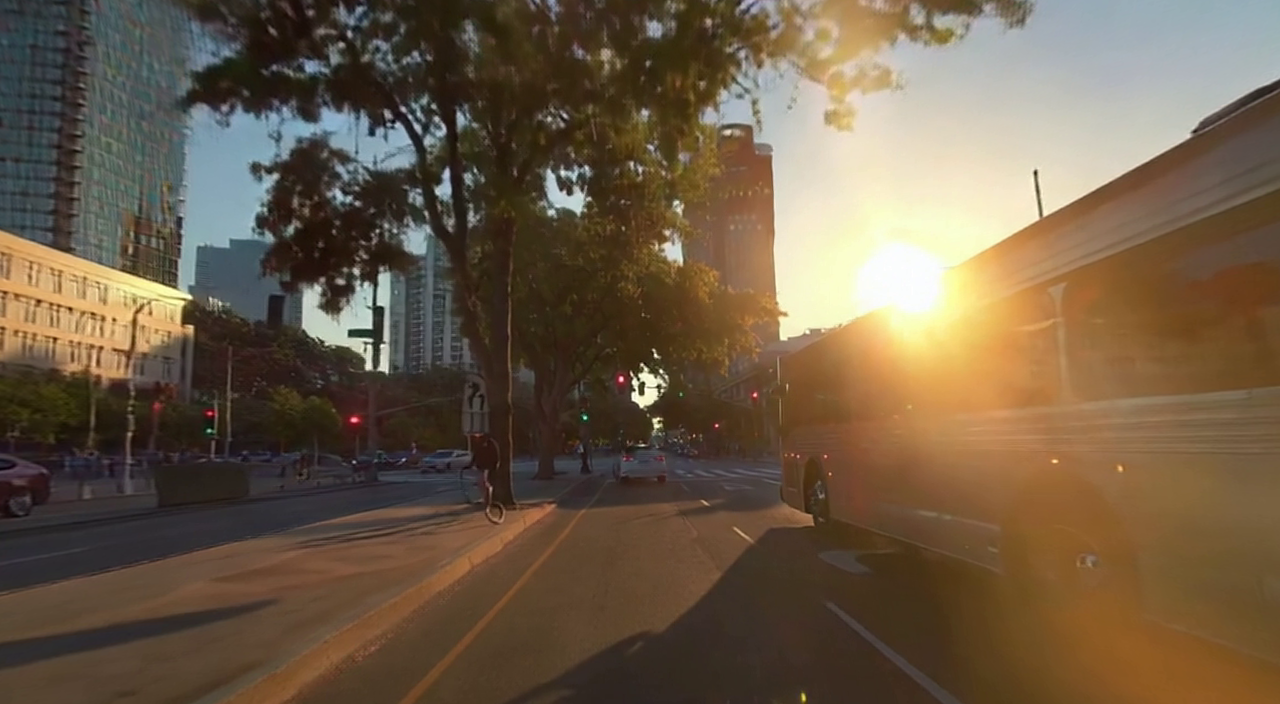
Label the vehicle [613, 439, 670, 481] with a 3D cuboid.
[{"bbox_3d":[-0.031,4.352,25.769,2.123,1.544,4.158,0,-8,-3],"label":"vehicle"}]

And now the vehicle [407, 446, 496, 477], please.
[{"bbox_3d":[-10.377,5.983,34.833,4.417,1.490,1.816,3,-9,-28],"label":"vehicle"}]

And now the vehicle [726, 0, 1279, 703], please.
[{"bbox_3d":[3.354,0.226,5.258,3.250,3.731,13.693,0,-8,0],"label":"vehicle"}]

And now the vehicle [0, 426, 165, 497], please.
[{"bbox_3d":[-29.727,5.439,31.637,9.150,3.310,2.988,6,-11,-38],"label":"vehicle"}]
